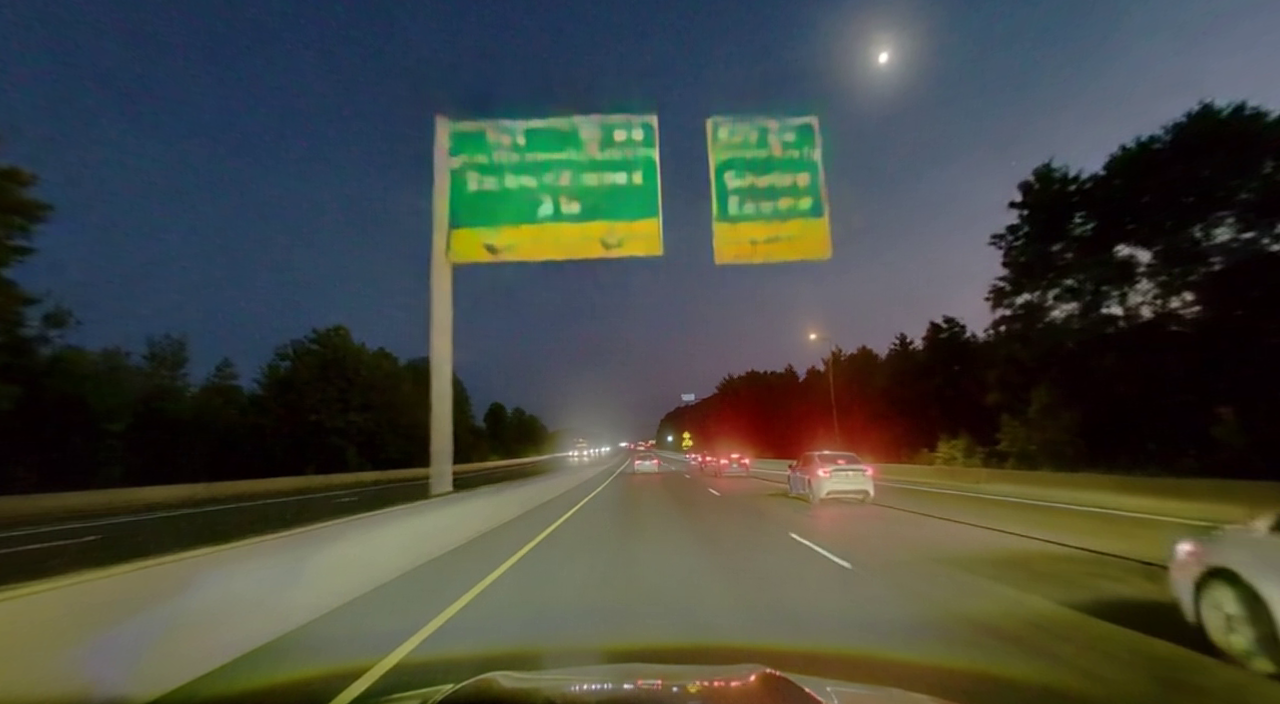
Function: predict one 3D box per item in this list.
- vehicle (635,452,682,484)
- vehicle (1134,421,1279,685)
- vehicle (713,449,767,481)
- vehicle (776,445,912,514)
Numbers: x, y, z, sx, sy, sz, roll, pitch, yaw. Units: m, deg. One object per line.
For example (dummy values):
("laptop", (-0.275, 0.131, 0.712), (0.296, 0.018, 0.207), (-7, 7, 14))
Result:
("vehicle", (0.807, 5.304, 29.058), (2.012, 1.320, 3.777), (0, -9, 1))
("vehicle", (4.552, 0.902, 2.147), (2.007, 1.451, 4.587), (0, -9, 0))
("vehicle", (4.842, 5.543, 31.155), (1.952, 1.495, 3.740), (0, -9, -2))
("vehicle", (4.867, 3.095, 15.837), (1.827, 1.462, 4.697), (0, -9, 0))
